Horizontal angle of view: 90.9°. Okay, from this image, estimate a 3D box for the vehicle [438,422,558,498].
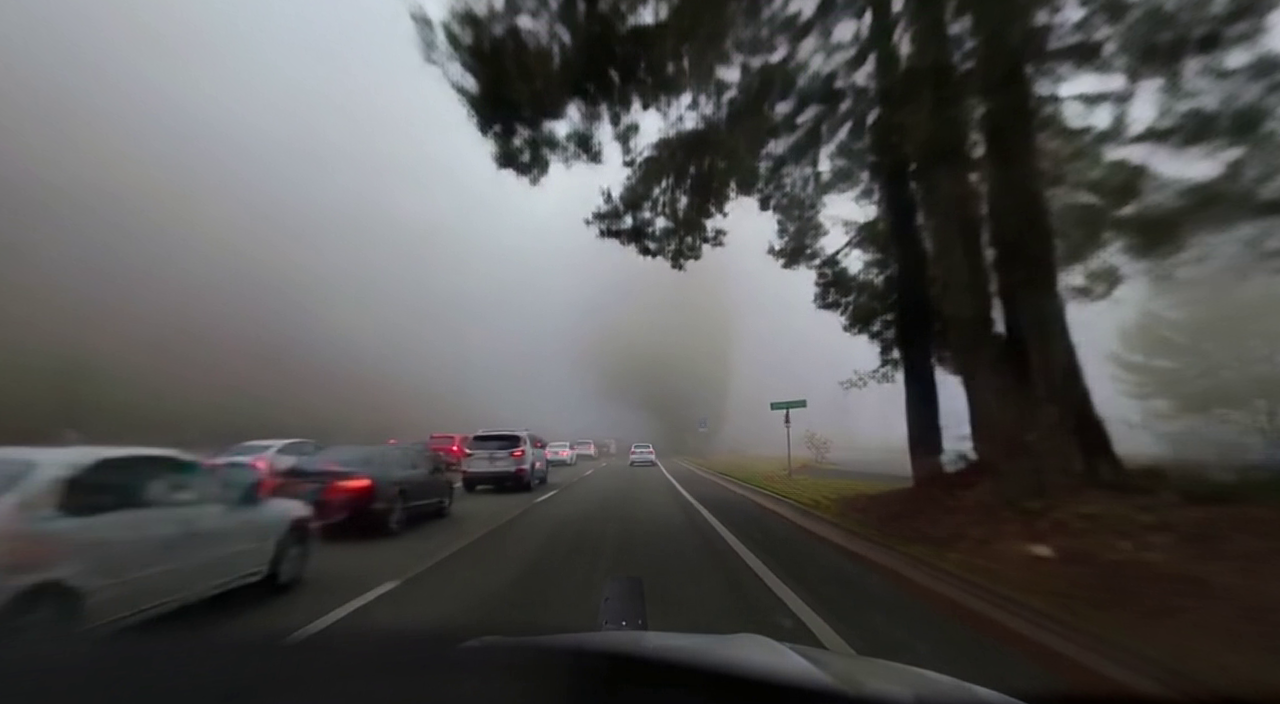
[{"bbox_3d":[-3.869,3.074,18.322,2.242,1.852,5.201,0,-8,0],"label":"vehicle"}]

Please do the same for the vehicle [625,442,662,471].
[{"bbox_3d":[0.178,5.667,34.449,1.875,1.453,3.888,0,-8,0],"label":"vehicle"}]

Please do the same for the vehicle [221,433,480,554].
[{"bbox_3d":[-4.193,2.097,10.176,1.958,1.472,4.555,0,-8,1],"label":"vehicle"}]

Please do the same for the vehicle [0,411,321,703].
[{"bbox_3d":[-4.010,1.143,3.759,1.952,1.471,4.334,0,-8,0],"label":"vehicle"}]

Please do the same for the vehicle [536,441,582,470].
[{"bbox_3d":[-4.438,5.727,35.096,2.068,1.480,4.039,0,-8,0],"label":"vehicle"}]
